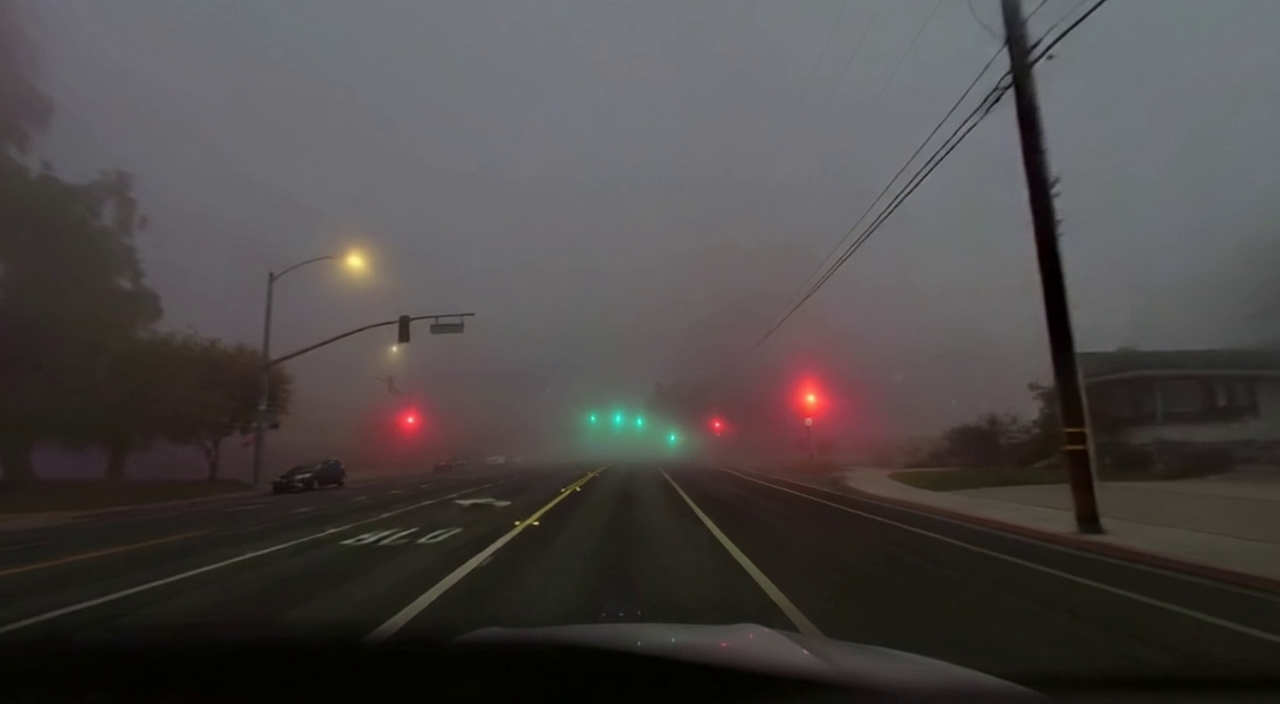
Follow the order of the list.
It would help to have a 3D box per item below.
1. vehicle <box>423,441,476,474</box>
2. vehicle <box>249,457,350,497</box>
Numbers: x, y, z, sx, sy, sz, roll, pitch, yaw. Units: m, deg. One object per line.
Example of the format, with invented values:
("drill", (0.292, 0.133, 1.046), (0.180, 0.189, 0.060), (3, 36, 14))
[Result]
("vehicle", (-13.899, 7.713, 46.424), (2.346, 2.217, 5.290), (0, -8, -2))
("vehicle", (-14.115, 5.179, 26.510), (1.888, 1.470, 4.282), (0, -8, -1))
